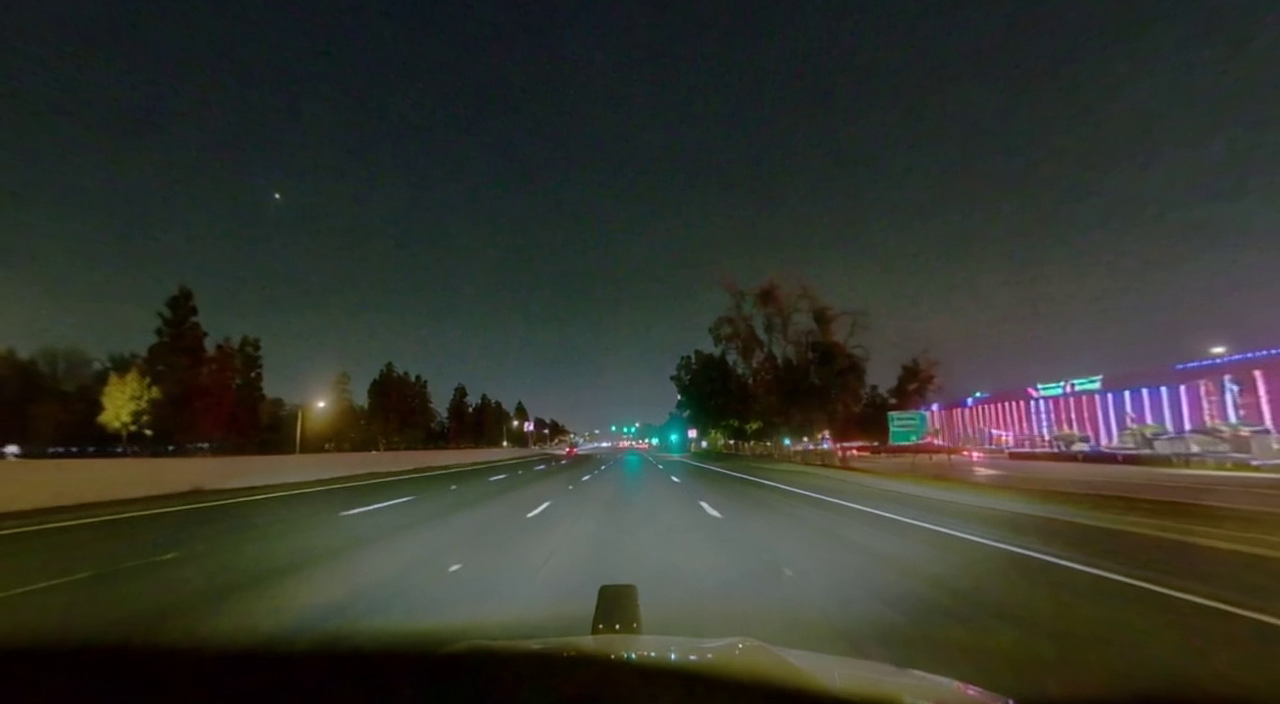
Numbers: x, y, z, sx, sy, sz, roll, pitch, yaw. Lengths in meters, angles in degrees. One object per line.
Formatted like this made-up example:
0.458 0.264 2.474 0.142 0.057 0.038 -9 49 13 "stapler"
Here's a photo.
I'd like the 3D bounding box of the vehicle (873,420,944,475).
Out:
14.682 5.208 34.694 2.312 2.875 2.697 1 -8 -13 "vehicle"
